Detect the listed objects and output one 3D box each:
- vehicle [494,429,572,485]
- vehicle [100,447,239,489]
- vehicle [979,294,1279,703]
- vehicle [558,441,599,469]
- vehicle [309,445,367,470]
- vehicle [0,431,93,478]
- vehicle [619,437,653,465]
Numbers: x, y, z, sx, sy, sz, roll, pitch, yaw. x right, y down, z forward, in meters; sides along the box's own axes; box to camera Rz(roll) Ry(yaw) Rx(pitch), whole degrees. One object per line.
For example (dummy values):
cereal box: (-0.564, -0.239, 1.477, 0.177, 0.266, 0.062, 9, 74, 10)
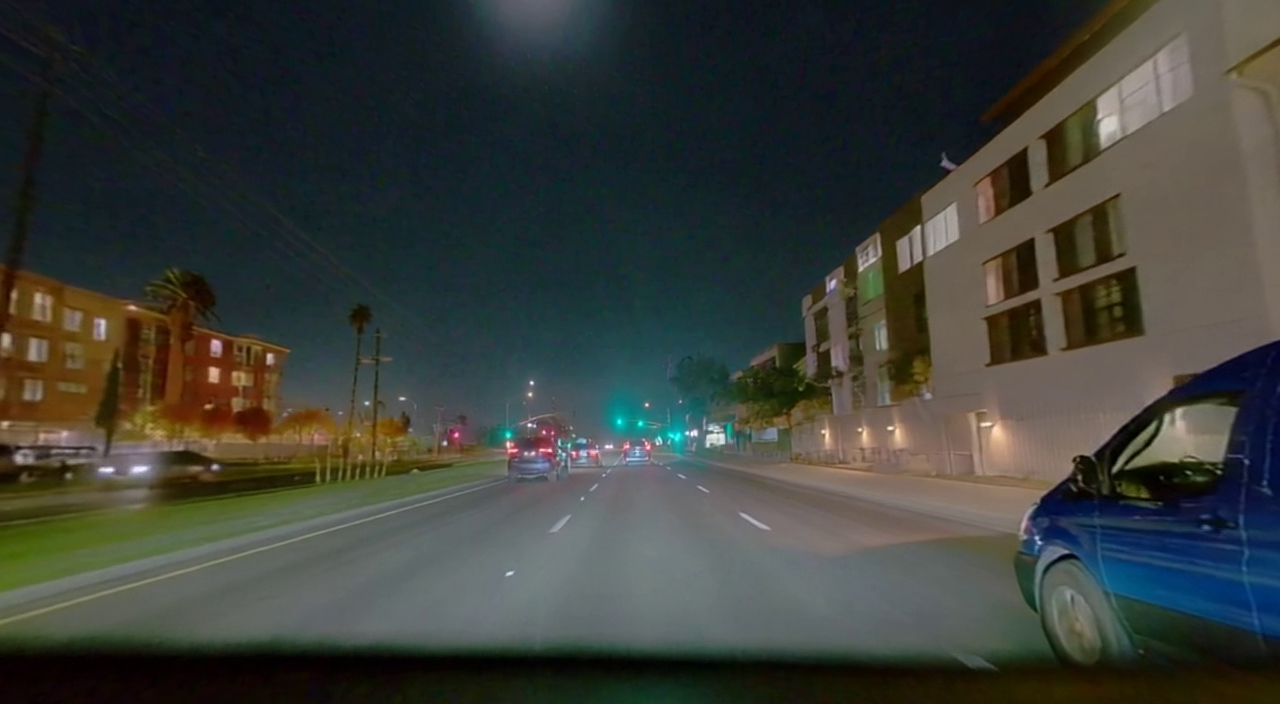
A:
vehicle: (-3.527, 3.559, 21.612, 1.967, 1.703, 4.157, 0, -8, 0)
vehicle: (-18.678, 4.590, 25.422, 1.911, 1.479, 4.713, 0, -9, 1)
vehicle: (3.633, 0.688, 2.125, 2.234, 1.912, 4.847, 0, -8, 0)
vehicle: (-3.302, 5.591, 34.469, 1.869, 1.454, 4.142, 0, -8, -1)
vehicle: (-22.182, 7.744, 46.601, 1.994, 1.651, 4.681, -1, -8, -1)
vehicle: (-30.180, 4.948, 30.540, 5.583, 2.103, 2.086, -1, -6, 2)
vehicle: (-0.291, 6.725, 42.939, 2.191, 1.761, 3.857, 0, -8, -2)
